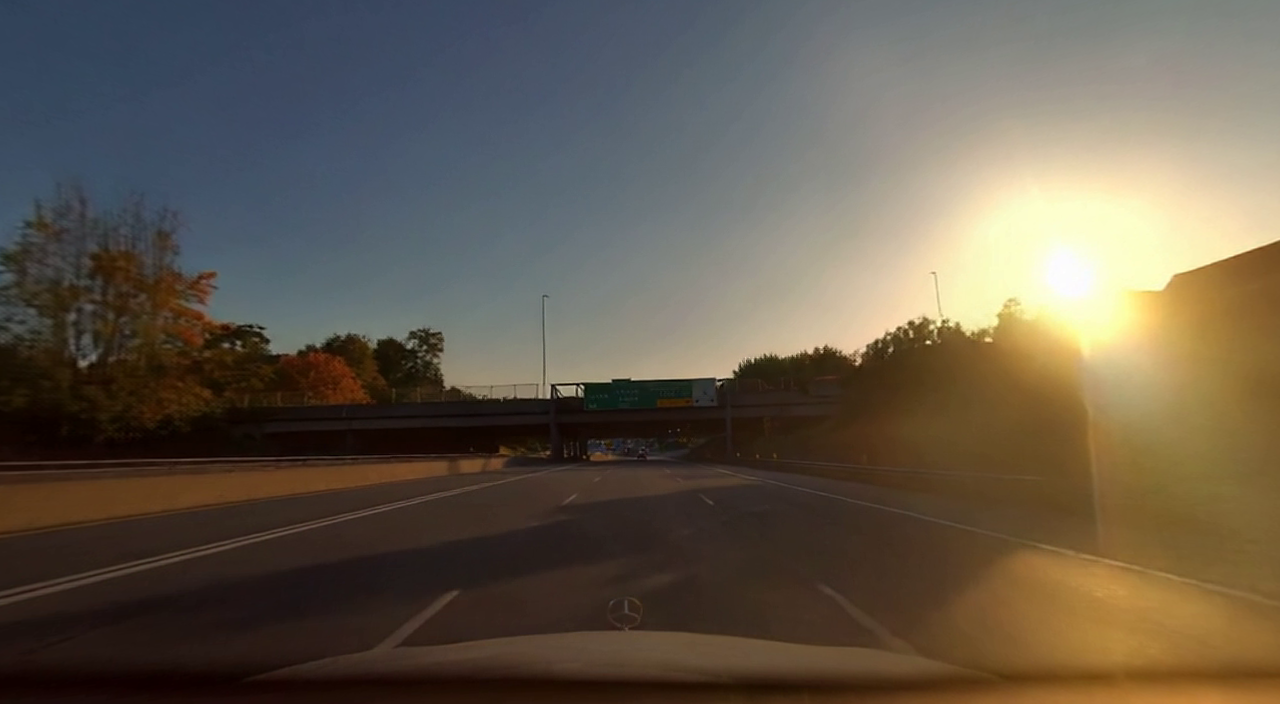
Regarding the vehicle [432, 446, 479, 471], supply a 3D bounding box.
[{"bbox_3d":[-14.059,8.106,48.200,2.065,1.832,4.651,0,-9,2],"label":"vehicle"}]
